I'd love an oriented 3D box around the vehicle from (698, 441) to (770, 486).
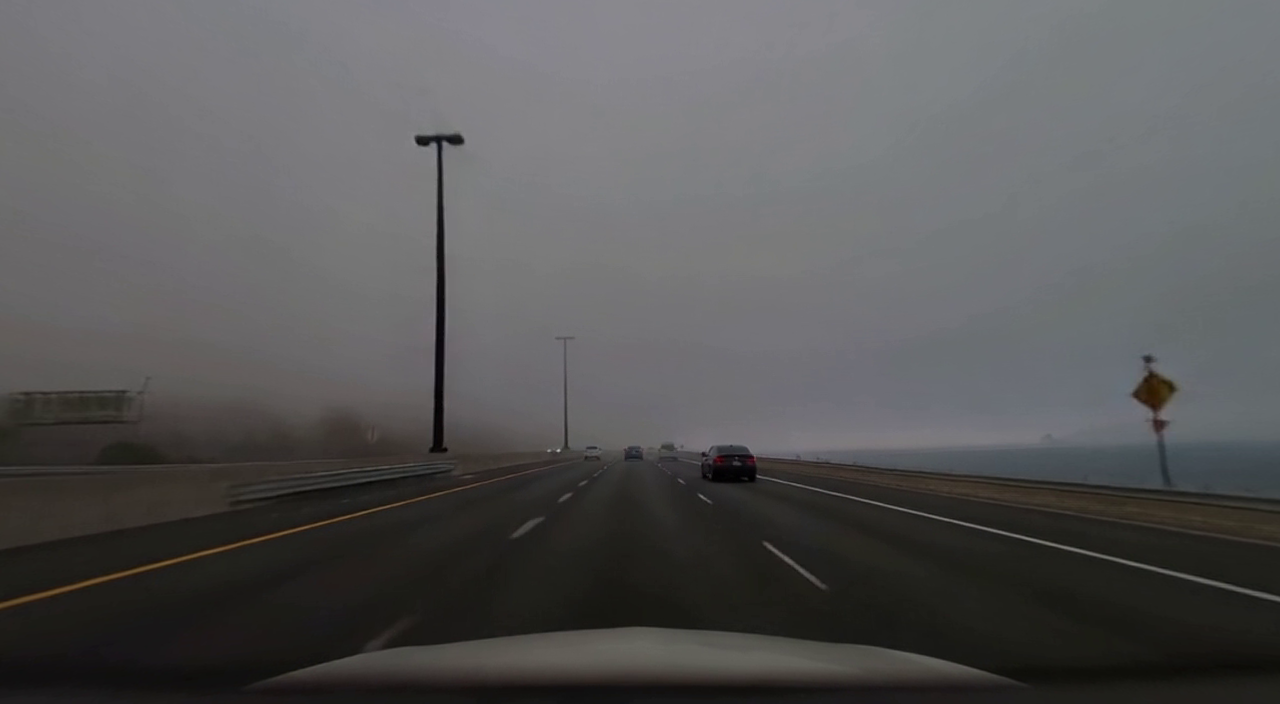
[{"bbox_3d":[3.390,4.106,23.583,1.890,1.490,4.373,0,-8,-1],"label":"vehicle"}]
